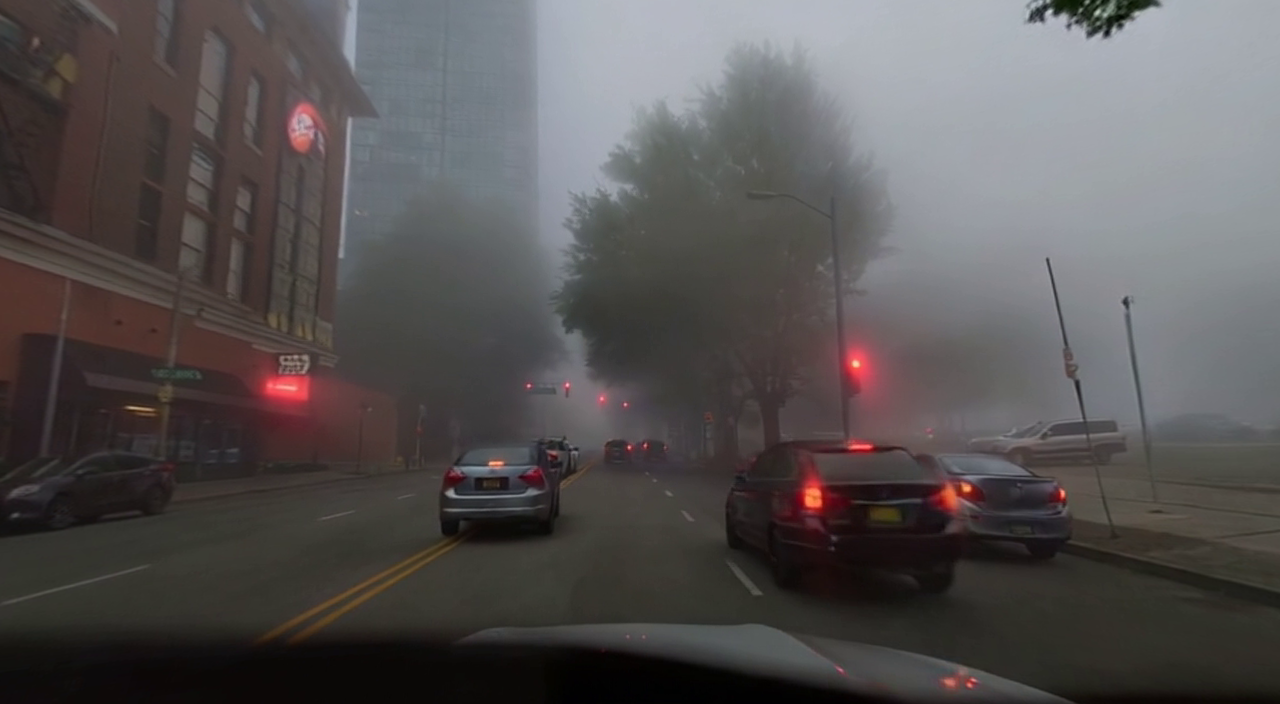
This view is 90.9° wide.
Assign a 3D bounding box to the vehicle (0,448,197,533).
[{"bbox_3d":[-13.357,3.218,15.346,2.000,1.708,4.494,1,-9,-3],"label":"vehicle"}]

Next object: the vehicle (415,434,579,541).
[{"bbox_3d":[-2.312,2.195,10.972,2.169,1.427,4.531,1,-9,-9],"label":"vehicle"}]

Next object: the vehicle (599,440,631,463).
[{"bbox_3d":[-1.756,6.819,43.350,2.102,1.521,4.078,1,-9,-3],"label":"vehicle"}]

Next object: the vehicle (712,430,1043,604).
[{"bbox_3d":[2.311,1.760,7.710,2.150,1.464,4.467,1,-9,-2],"label":"vehicle"}]

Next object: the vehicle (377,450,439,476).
[{"bbox_3d":[-14.115,6.744,38.665,2.075,1.472,4.638,0,-9,0],"label":"vehicle"}]
